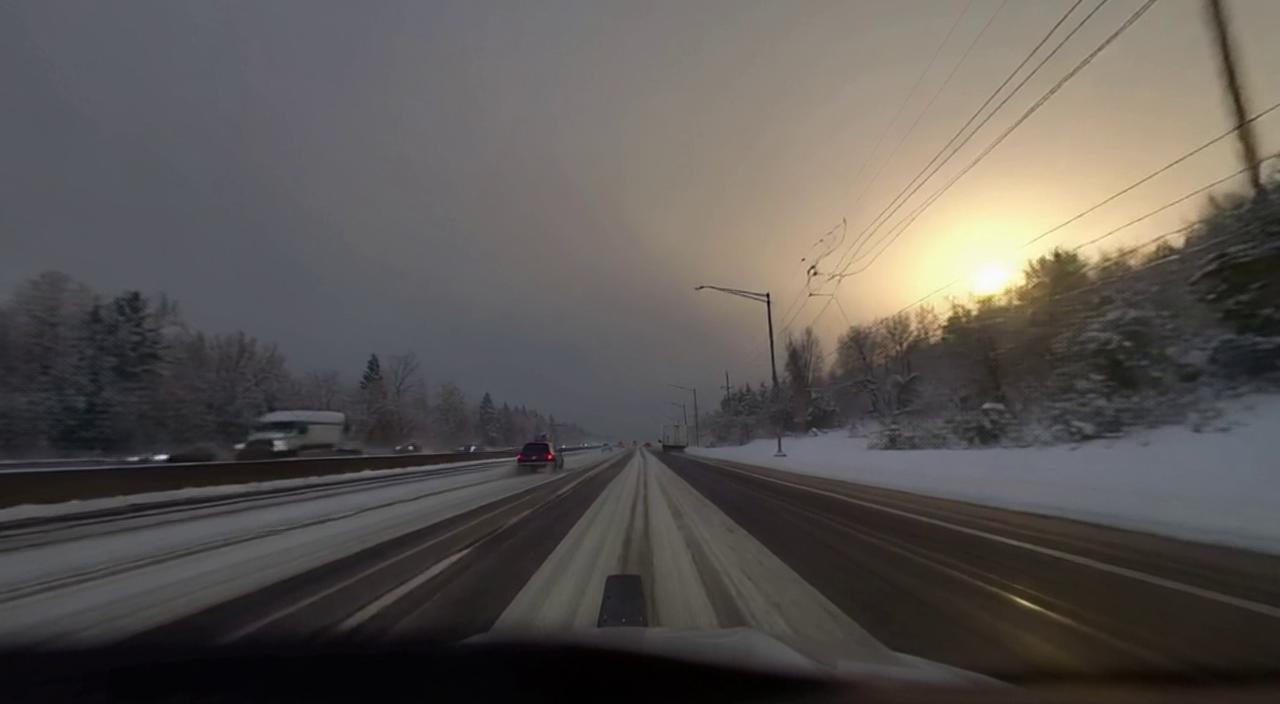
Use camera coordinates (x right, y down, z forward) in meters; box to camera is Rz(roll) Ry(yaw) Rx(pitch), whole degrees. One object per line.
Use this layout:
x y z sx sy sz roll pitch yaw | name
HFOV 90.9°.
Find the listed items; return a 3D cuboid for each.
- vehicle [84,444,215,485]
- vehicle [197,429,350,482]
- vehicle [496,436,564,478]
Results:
-19.399 4.428 25.226 1.784 1.465 4.274 0 -8 0 | vehicle
-14.690 4.198 25.928 2.705 1.851 6.038 0 -8 0 | vehicle
-4.635 4.498 27.249 2.064 1.642 4.389 0 -8 1 | vehicle
